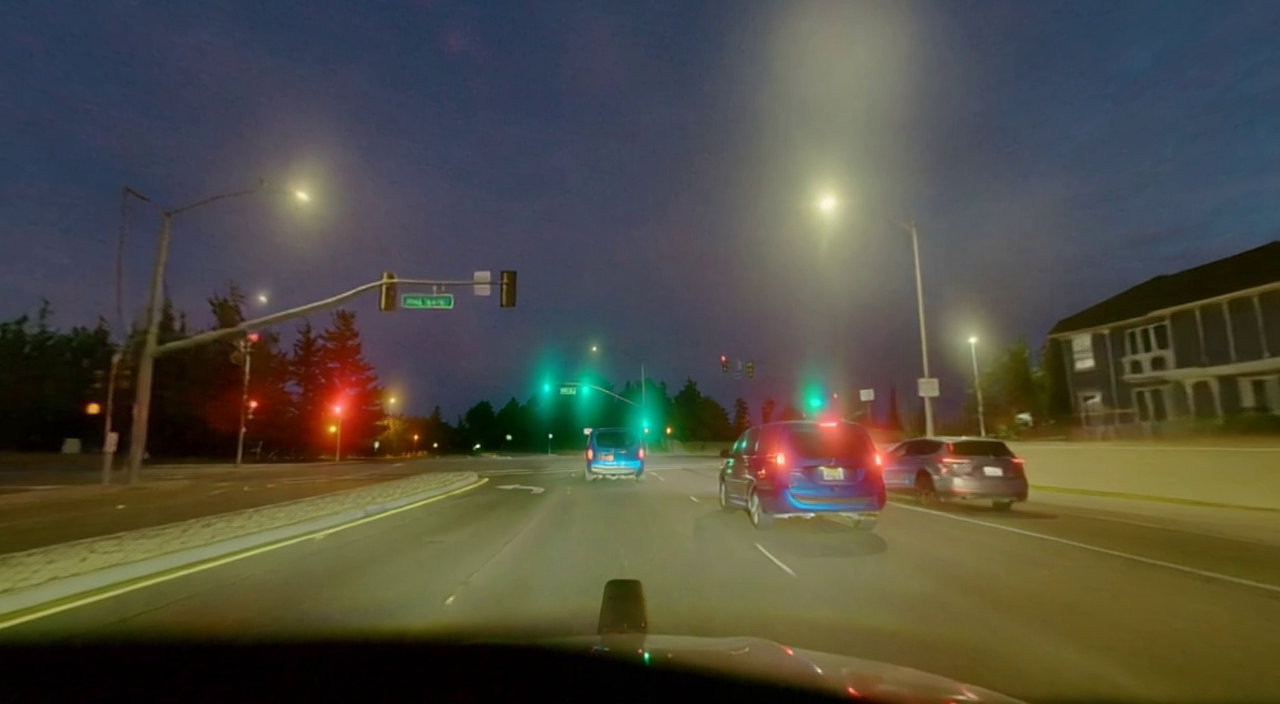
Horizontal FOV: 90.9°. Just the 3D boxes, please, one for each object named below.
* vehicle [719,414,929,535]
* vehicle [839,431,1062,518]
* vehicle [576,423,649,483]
[{"bbox_3d":[2.900,2.063,11.241,2.024,1.686,4.588,1,-8,-5],"label":"vehicle"},{"bbox_3d":[6.136,2.476,13.334,2.124,1.474,4.880,0,-8,-2],"label":"vehicle"},{"bbox_3d":[-1.081,3.449,21.708,2.185,1.822,4.583,1,-8,-6],"label":"vehicle"}]
